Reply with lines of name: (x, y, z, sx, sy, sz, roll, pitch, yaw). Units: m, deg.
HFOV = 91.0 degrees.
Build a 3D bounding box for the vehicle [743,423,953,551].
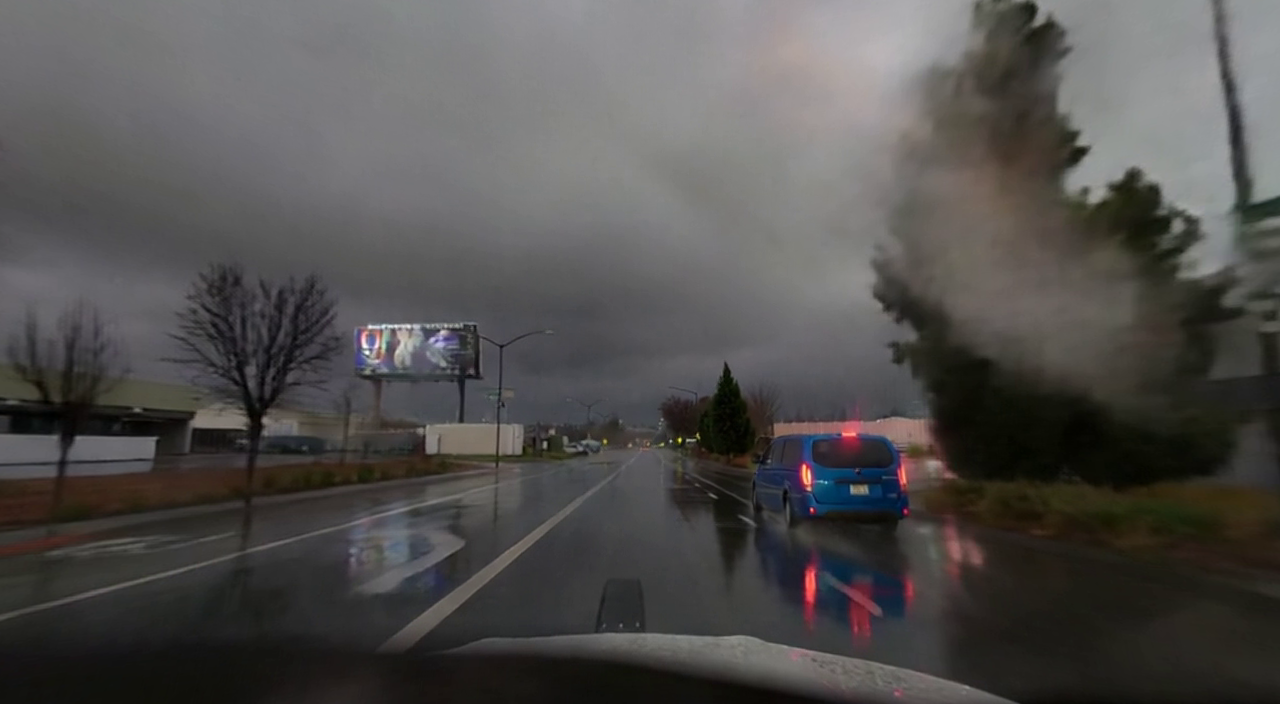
vehicle: (3.415, 2.319, 11.590, 2.202, 1.822, 4.826, 0, -8, 0)
